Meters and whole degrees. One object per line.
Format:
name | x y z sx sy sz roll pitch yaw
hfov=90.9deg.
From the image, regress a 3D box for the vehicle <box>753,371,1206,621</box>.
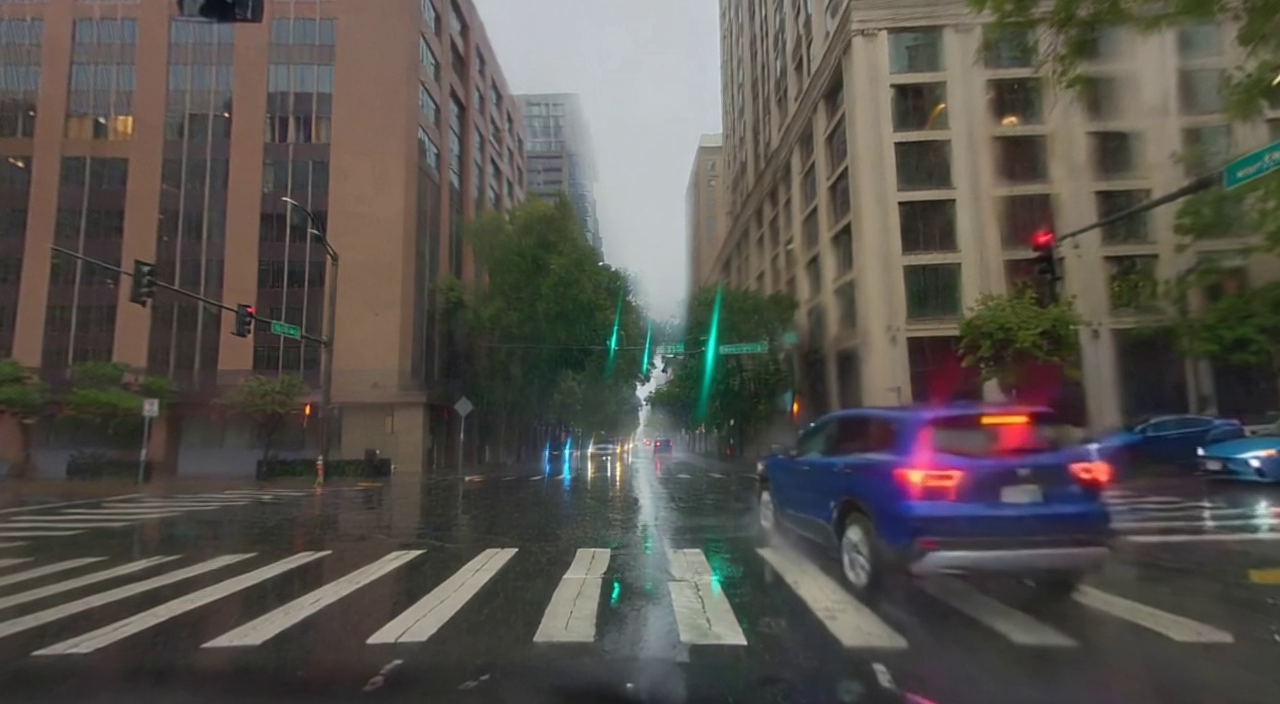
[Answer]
vehicle | 2.933 1.401 7.122 2.301 1.816 4.871 0 -8 -1
